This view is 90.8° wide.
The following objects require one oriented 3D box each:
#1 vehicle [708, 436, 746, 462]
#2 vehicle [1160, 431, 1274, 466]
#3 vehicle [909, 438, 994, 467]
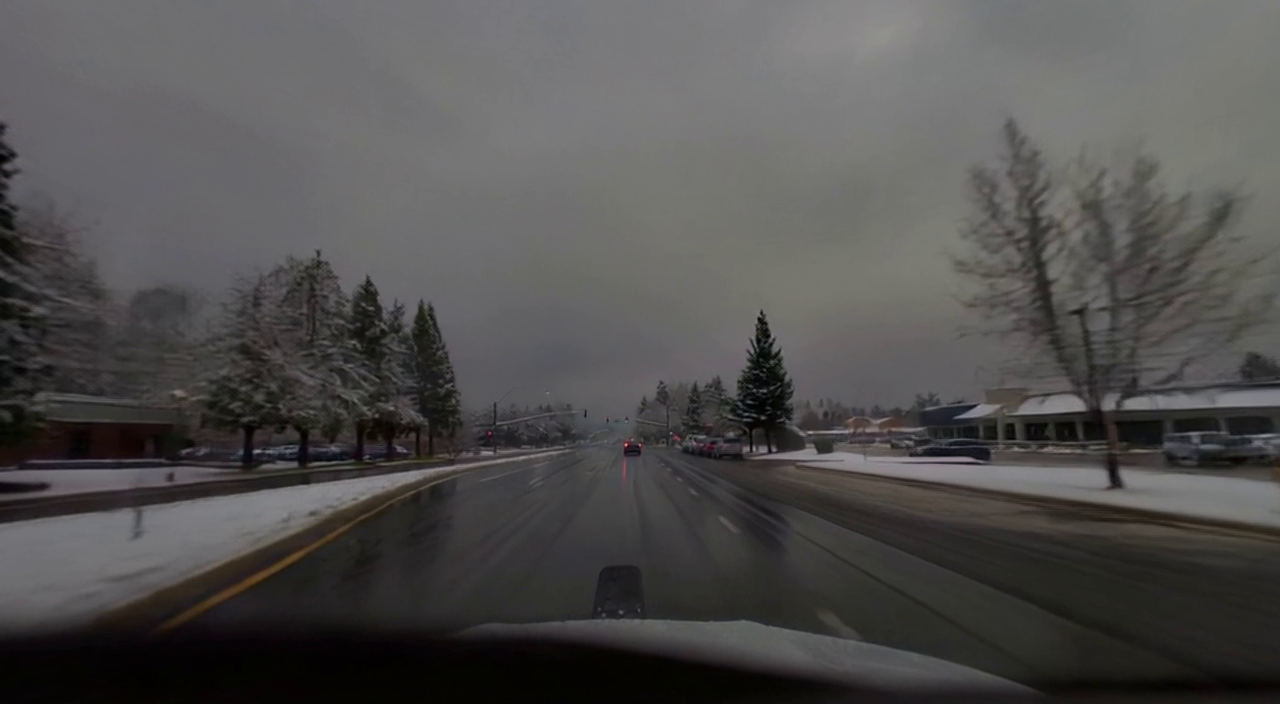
[{"bbox_3d":[6.252,7.074,46.017,1.985,1.758,4.523,0,-9,-2],"label":"vehicle"},{"bbox_3d":[30.928,5.200,33.938,4.454,1.778,2.070,1,-9,-10],"label":"vehicle"},{"bbox_3d":[17.775,5.746,36.101,3.923,1.575,1.882,2,-9,-12],"label":"vehicle"}]
